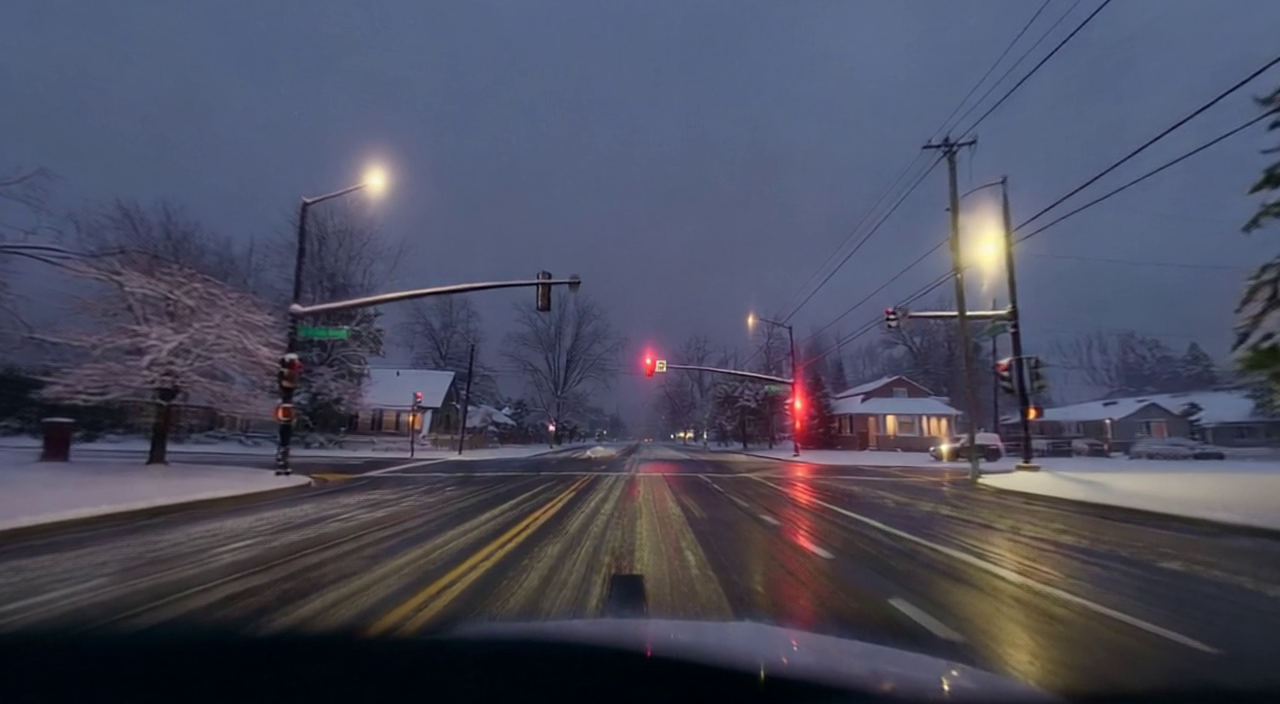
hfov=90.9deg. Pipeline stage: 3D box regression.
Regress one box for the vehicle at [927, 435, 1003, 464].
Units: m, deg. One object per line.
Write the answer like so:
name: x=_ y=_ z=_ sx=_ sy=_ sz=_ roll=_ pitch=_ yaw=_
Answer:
vehicle: x=23.005 y=6.938 z=44.887 sx=2.030 sy=1.927 sz=4.853 roll=2 pitch=-9 yaw=-13
